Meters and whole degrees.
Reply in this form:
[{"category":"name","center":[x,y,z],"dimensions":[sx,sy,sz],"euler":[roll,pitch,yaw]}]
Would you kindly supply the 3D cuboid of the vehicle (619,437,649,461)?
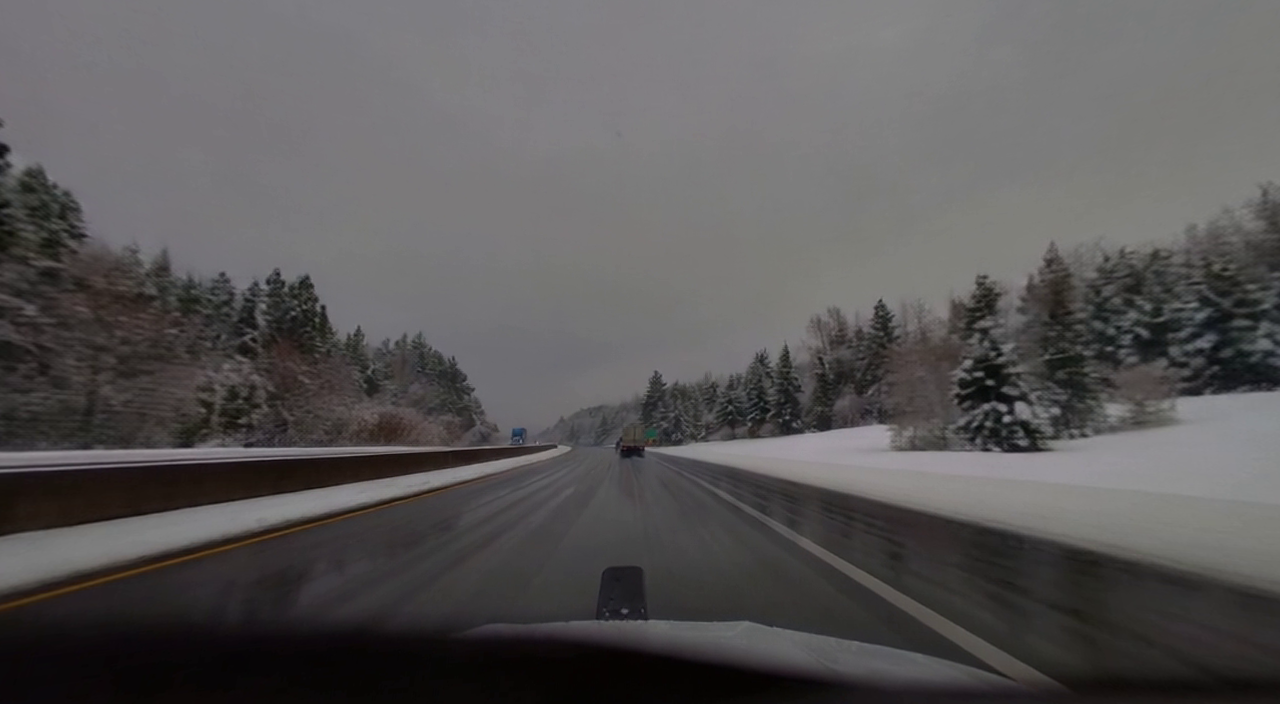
[{"category":"vehicle","center":[-0.536,7.343,47.735],"dimensions":[2.079,1.729,4.380],"euler":[0,-8,-3]}]
